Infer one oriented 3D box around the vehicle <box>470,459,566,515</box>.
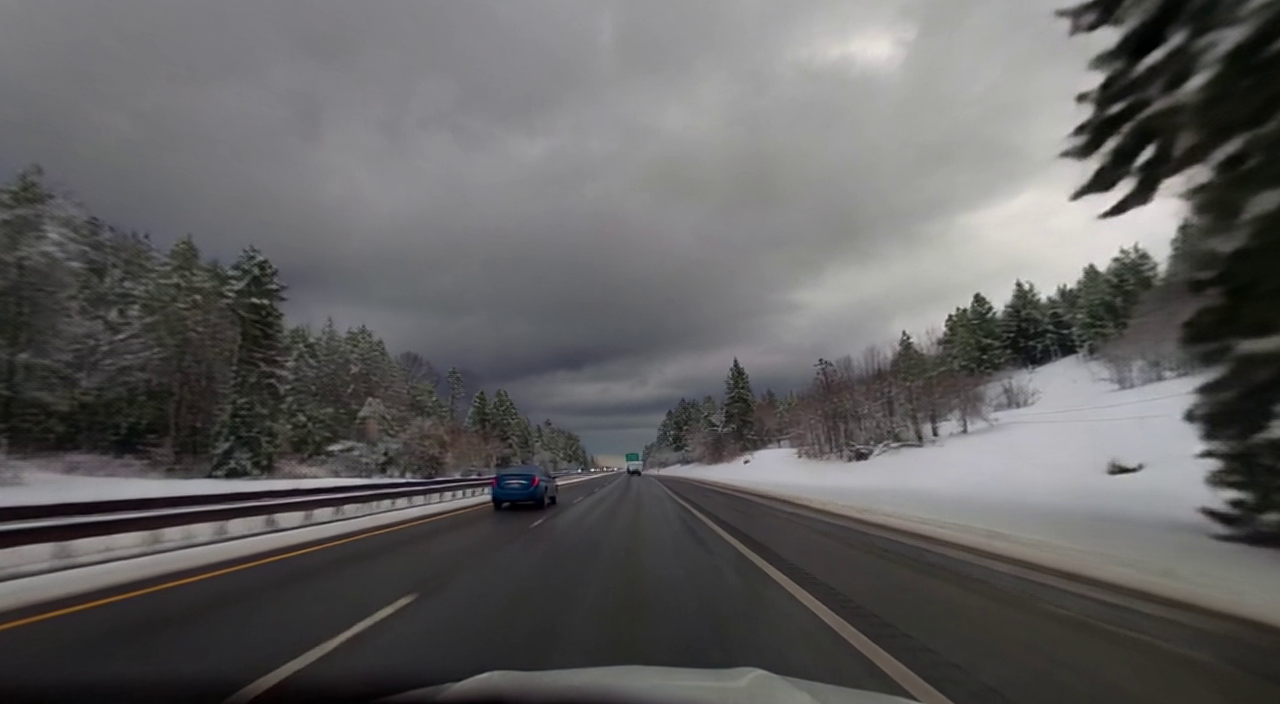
[{"bbox_3d":[-3.675,4.220,19.992,2.006,1.516,4.820,1,-11,1],"label":"vehicle"}]
